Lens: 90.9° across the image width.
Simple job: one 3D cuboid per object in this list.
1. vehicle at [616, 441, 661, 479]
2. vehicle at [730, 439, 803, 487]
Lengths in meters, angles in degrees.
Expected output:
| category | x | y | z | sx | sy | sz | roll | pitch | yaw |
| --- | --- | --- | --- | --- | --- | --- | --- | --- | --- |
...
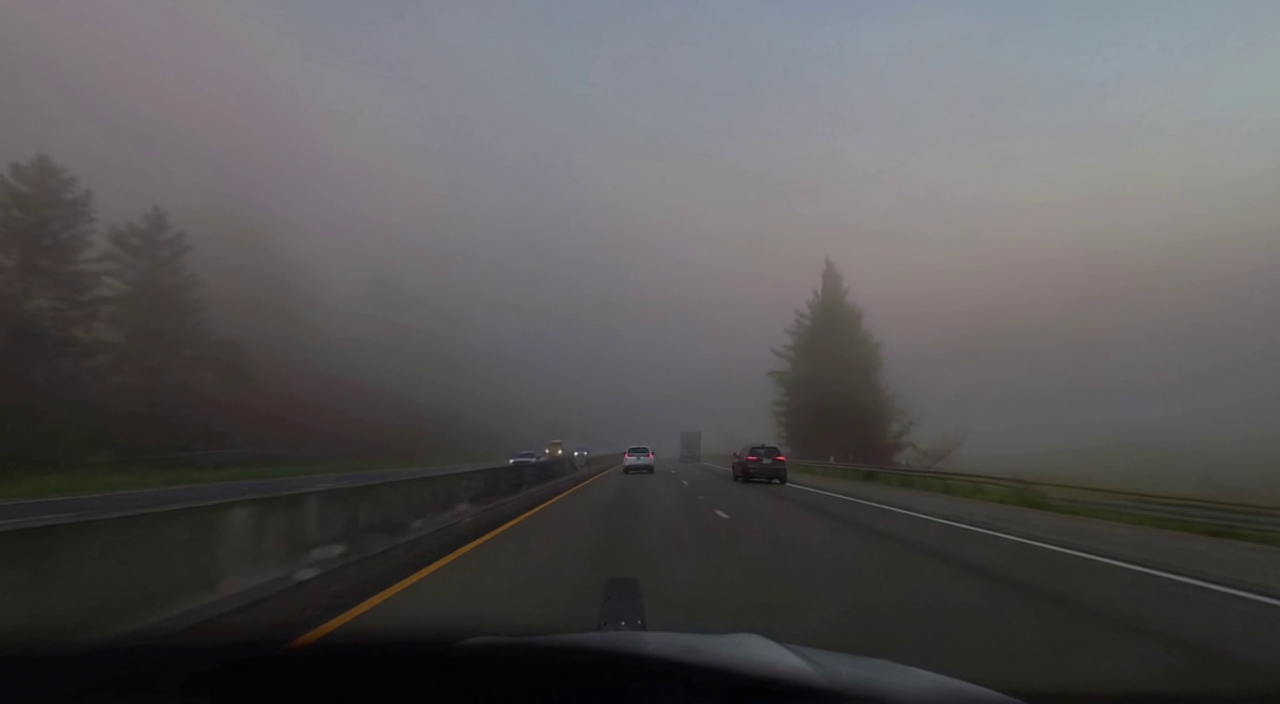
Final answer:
| category | x | y | z | sx | sy | sz | roll | pitch | yaw |
| --- | --- | --- | --- | --- | --- | --- | --- | --- | --- |
| vehicle | -0.045 | 5.272 | 31.005 | 2.038 | 1.723 | 4.150 | 0 | -9 | 1 |
| vehicle | 4.944 | 4.389 | 25.265 | 2.040 | 1.721 | 4.507 | 0 | -9 | 1 |
